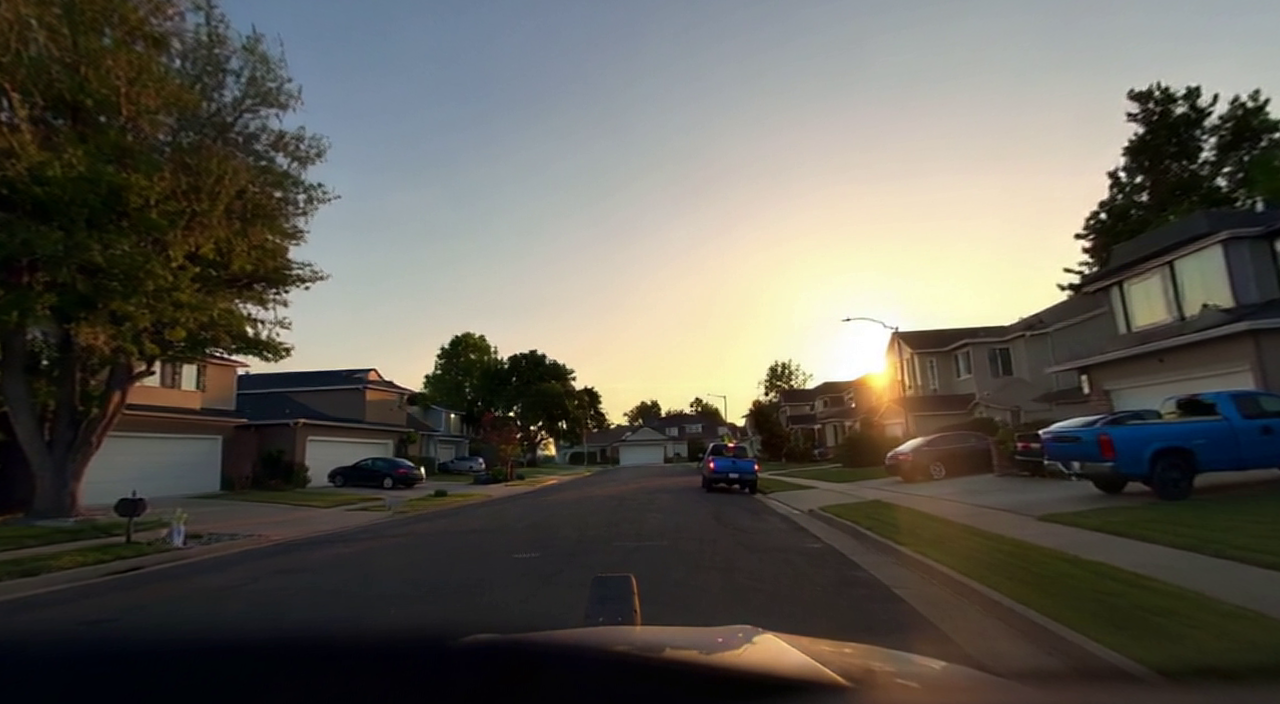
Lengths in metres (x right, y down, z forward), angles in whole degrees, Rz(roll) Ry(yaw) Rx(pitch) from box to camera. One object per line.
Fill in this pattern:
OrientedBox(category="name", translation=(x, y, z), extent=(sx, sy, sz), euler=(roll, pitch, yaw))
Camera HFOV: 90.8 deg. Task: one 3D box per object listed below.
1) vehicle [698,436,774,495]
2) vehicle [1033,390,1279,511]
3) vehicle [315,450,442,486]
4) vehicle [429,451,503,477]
OrientedBox(category="vehicle", translation=(3.723, 4.366, 24.869), extent=(2.552, 2.024, 5.414), euler=(-2, -8, 8))
OrientedBox(category="vehicle", translation=(9.592, 1.559, 10.573), extent=(4.554, 1.515, 1.858), euler=(-8, -9, 8))
OrientedBox(category="vehicle", translation=(-11.612, 5.187, 28.263), extent=(4.916, 1.485, 1.807), euler=(-1, -8, 3))
OrientedBox(category="vehicle", translation=(-11.462, 7.406, 41.798), extent=(4.319, 1.605, 1.770), euler=(-1, -8, 1))
